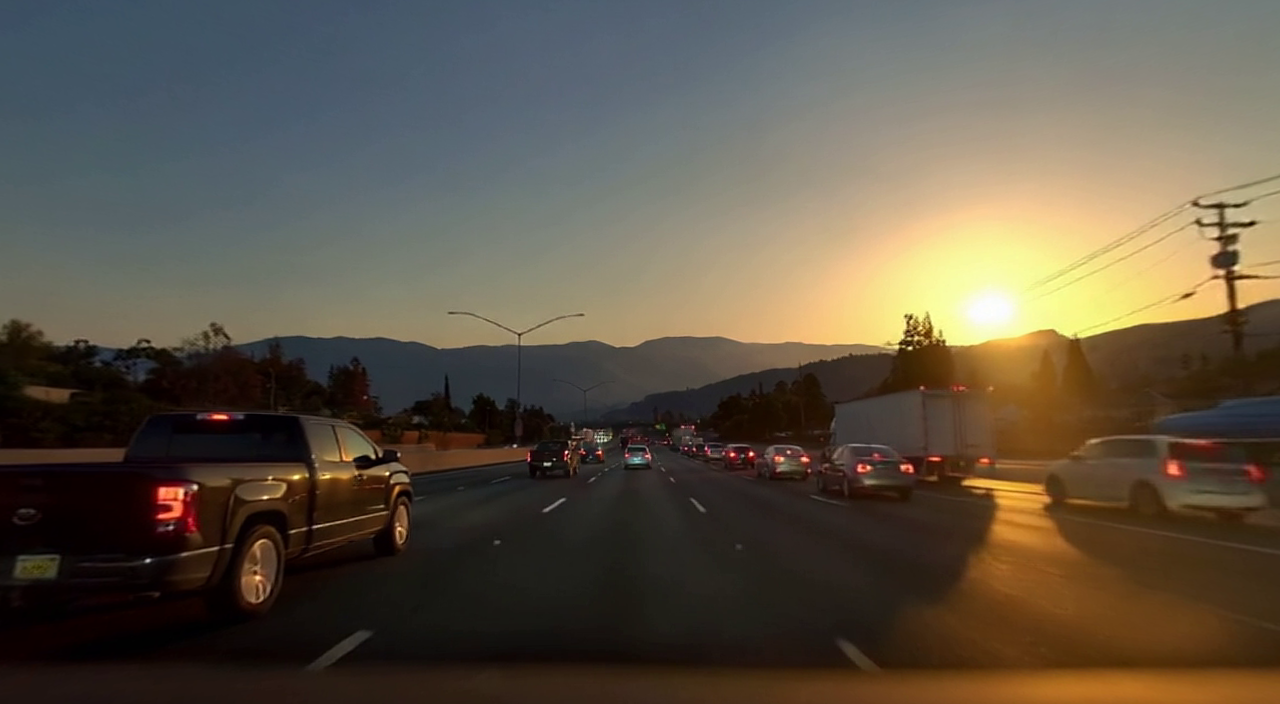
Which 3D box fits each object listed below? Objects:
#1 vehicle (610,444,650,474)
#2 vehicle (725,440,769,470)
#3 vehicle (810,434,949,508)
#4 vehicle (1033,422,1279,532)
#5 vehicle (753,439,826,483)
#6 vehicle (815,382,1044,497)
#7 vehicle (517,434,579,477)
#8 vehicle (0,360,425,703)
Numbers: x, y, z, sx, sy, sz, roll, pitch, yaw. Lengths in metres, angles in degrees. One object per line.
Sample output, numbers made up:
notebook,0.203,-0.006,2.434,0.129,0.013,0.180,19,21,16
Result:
vehicle,-0.496,5.817,34.632,2.060,1.508,4.308,0,-8,0
vehicle,6.503,6.265,38.597,1.977,1.705,4.078,0,-8,0
vehicle,5.755,2.891,15.775,1.956,1.576,4.211,0,-8,2
vehicle,10.494,2.371,12.634,2.046,1.754,4.862,0,-8,0
vehicle,6.061,4.435,26.015,1.989,1.642,4.082,0,-8,0
vehicle,10.293,3.476,24.829,3.442,3.405,11.948,0,-8,0
vehicle,-4.195,4.817,29.557,2.147,1.825,4.602,0,-8,1
vehicle,-3.573,1.197,4.978,2.127,1.705,4.374,0,-8,1
